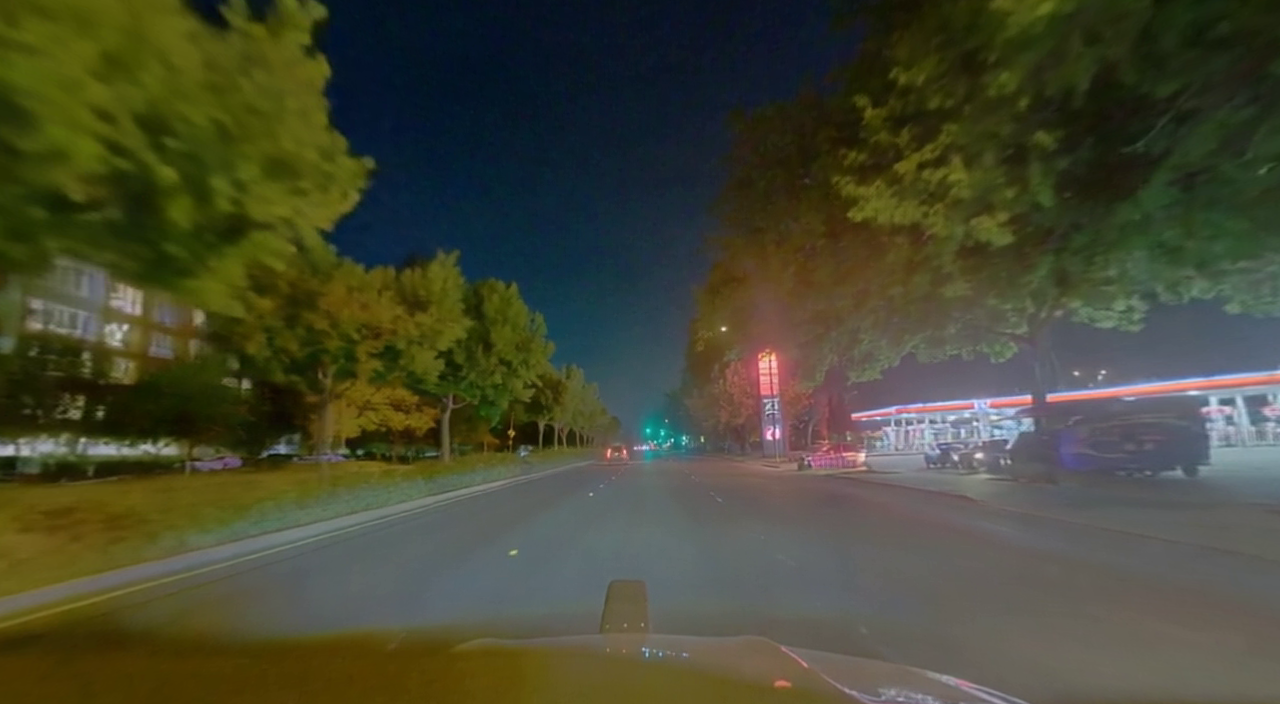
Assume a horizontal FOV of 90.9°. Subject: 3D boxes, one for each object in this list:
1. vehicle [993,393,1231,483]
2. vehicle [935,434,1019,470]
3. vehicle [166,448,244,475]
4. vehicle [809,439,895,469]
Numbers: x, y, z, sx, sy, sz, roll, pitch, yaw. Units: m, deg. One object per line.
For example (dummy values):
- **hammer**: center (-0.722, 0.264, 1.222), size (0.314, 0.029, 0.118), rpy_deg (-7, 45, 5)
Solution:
- **vehicle**: center (15.128, 2.801, 20.518), size (5.820, 2.752, 2.234), rpy_deg (0, -8, -1)
- **vehicle**: center (17.357, 5.164, 32.710), size (1.806, 1.721, 3.978), rpy_deg (1, -8, -6)
- **vehicle**: center (-30.951, 7.766, 45.051), size (2.059, 1.782, 5.016), rpy_deg (1, -8, -1)
- **vehicle**: center (12.500, 6.017, 37.254), size (4.359, 1.656, 1.894), rpy_deg (2, -9, -12)
